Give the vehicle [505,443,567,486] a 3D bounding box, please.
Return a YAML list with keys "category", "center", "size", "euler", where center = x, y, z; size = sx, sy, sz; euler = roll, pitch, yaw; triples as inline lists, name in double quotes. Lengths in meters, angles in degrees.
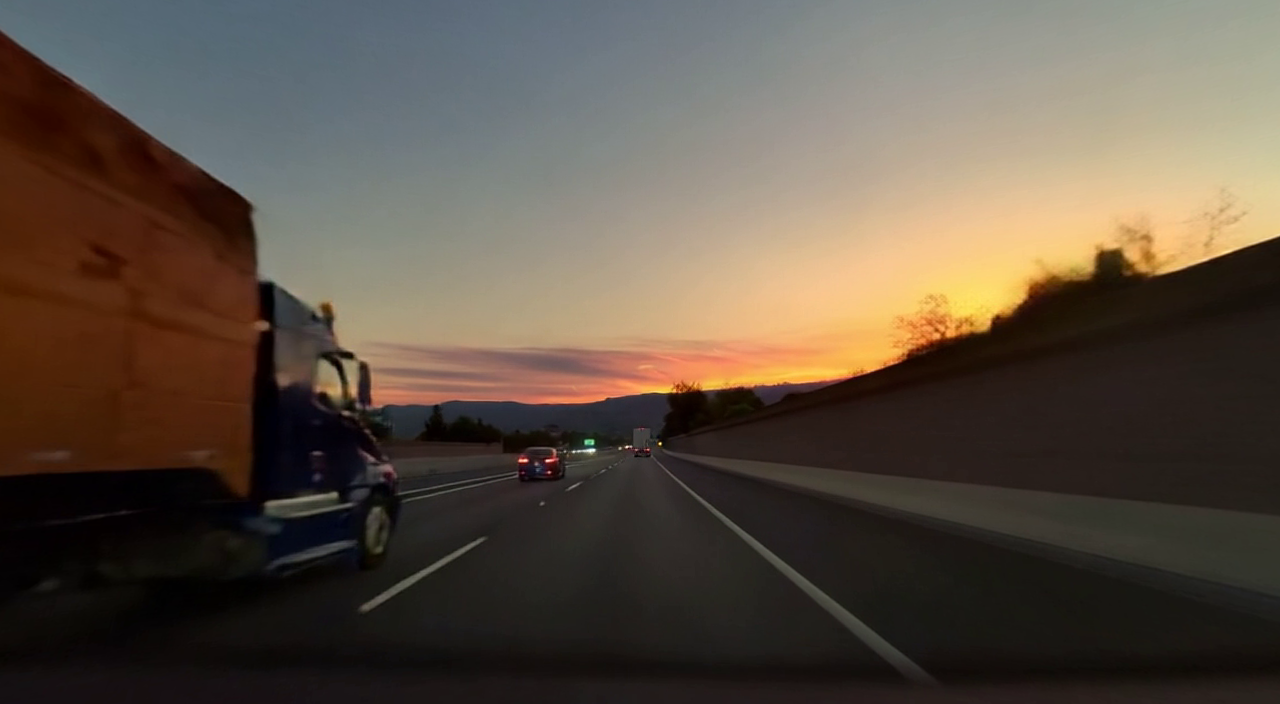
- category: "vehicle"
  center: [-4.062, 4.427, 25.196]
  size: [1.880, 1.569, 3.714]
  euler: [0, -9, -1]
